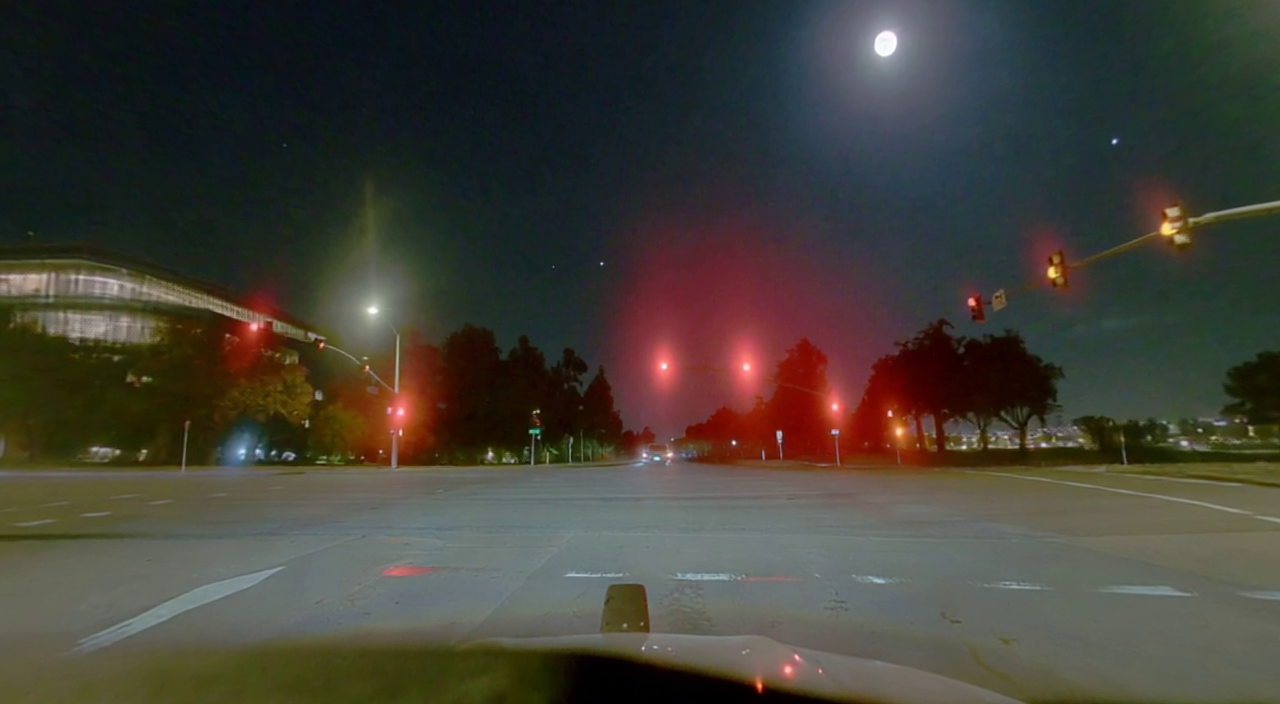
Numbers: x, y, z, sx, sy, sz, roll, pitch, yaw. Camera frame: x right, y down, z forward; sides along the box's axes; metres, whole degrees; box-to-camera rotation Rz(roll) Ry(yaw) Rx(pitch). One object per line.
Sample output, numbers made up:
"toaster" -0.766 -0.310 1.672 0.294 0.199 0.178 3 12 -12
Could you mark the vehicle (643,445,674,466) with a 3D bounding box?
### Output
"vehicle" 1.307 7.614 46.455 2.132 1.449 4.235 0 -9 0
